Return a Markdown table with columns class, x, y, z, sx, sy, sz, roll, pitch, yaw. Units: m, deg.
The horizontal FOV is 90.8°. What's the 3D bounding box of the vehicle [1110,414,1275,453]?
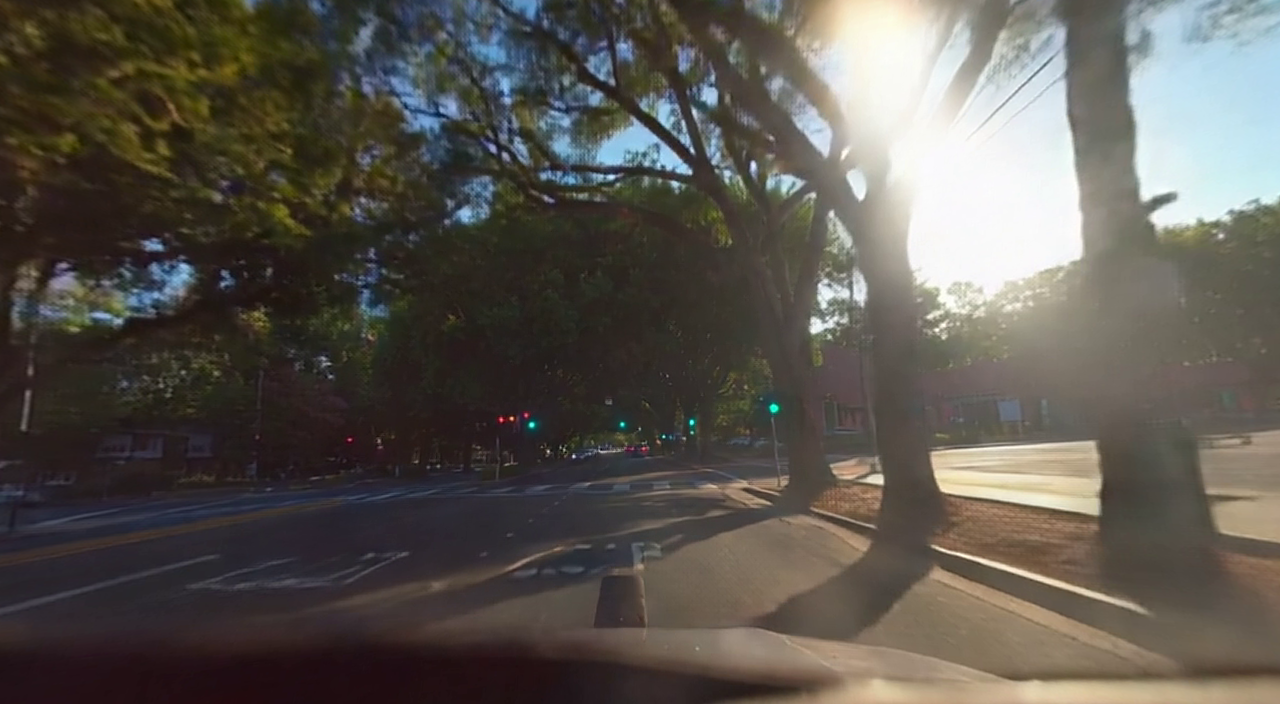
| class | x | y | z | sx | sy | sz | roll | pitch | yaw |
| --- | --- | --- | --- | --- | --- | --- | --- | --- | --- |
| vehicle | 23.422 | 3.500 | 26.965 | 4.902 | 1.519 | 2.182 | -1 | -9 | 1 |
